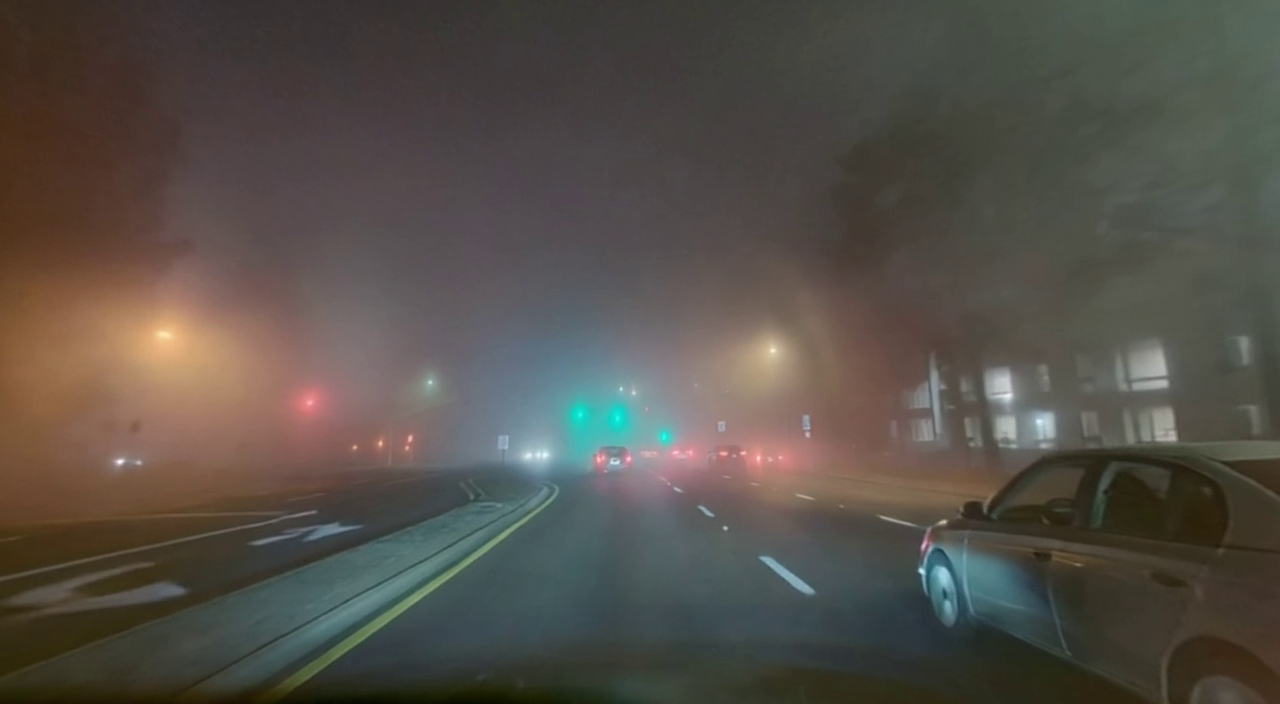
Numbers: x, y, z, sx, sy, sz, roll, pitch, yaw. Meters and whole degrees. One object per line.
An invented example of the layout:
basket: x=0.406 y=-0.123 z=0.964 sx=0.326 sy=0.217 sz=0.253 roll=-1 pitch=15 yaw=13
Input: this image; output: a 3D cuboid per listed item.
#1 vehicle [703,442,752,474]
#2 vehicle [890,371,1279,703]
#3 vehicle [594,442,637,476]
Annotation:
vehicle: x=5.491 y=6.738 z=40.367 sx=2.052 sy=1.886 sz=5.297 roll=0 pitch=-9 yaw=-4
vehicle: x=3.468 y=1.112 z=3.827 sx=1.893 sy=1.664 sz=4.670 roll=0 pitch=-9 yaw=-1
vehicle: x=-1.372 y=5.663 z=33.612 sx=2.101 sy=1.641 sz=4.341 roll=0 pitch=-9 yaw=-4
